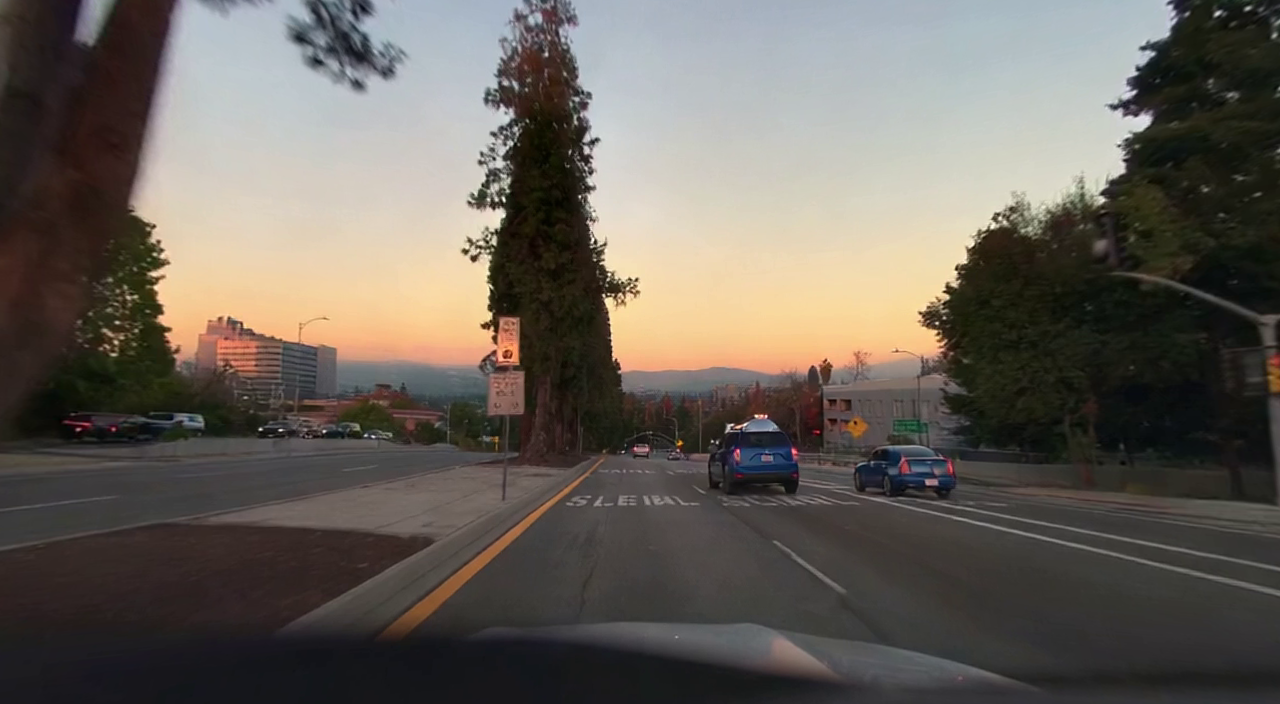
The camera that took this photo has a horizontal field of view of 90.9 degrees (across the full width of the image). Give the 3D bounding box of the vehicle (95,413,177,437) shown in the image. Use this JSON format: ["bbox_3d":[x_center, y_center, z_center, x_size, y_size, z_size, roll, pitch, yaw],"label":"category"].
[{"bbox_3d":[-32.432,4.725,40.642,3.607,1.431,1.906,0,-11,3],"label":"vehicle"}]

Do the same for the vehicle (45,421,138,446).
[{"bbox_3d":[-32.040,4.784,36.903,3.789,1.409,1.727,0,-9,1],"label":"vehicle"}]

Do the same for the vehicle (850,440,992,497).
[{"bbox_3d":[8.093,3.366,18.693,1.966,1.476,4.270,0,-8,-5],"label":"vehicle"}]

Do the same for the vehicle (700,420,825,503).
[{"bbox_3d":[2.815,2.657,15.630,2.045,1.729,4.532,0,-8,-2],"label":"vehicle"}]
